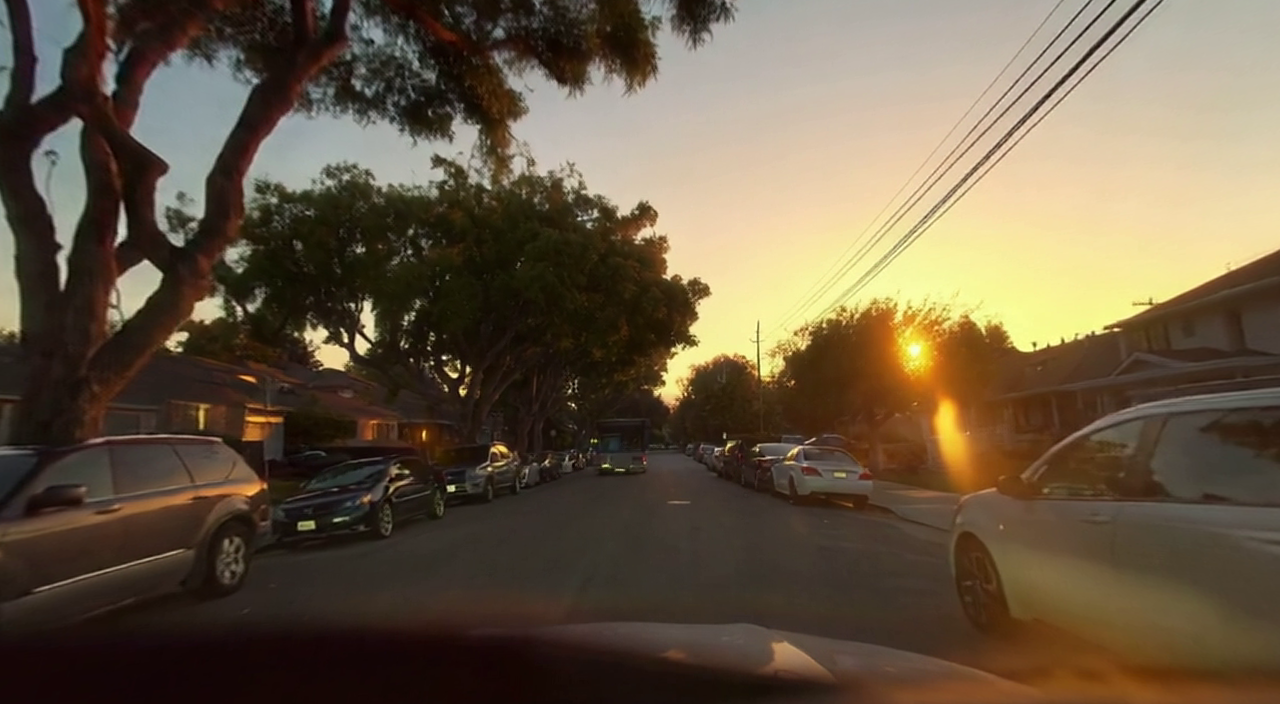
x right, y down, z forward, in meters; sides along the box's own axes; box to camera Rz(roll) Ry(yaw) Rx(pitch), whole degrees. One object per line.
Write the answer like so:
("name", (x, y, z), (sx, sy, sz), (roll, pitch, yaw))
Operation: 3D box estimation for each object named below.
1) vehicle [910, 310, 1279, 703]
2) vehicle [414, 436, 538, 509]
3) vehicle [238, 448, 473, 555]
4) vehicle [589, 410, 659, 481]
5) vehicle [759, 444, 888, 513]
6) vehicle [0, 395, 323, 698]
("vehicle", (3.541, 0.931, 3.285), (2.182, 1.900, 4.779), (0, -8, 1))
("vehicle", (-4.527, 3.397, 18.461), (2.002, 1.781, 5.380), (0, -8, 2))
("vehicle", (-4.674, 2.477, 11.377), (1.861, 1.474, 4.749), (0, -8, 3))
("vehicle", (-0.552, 4.311, 29.201), (2.716, 2.887, 6.781), (-1, -8, 3))
("vehicle", (4.358, 3.044, 15.783), (1.813, 1.468, 4.267), (0, -8, -2))
("vehicle", (-4.982, 1.373, 5.132), (2.203, 1.815, 4.972), (0, -8, 0))
